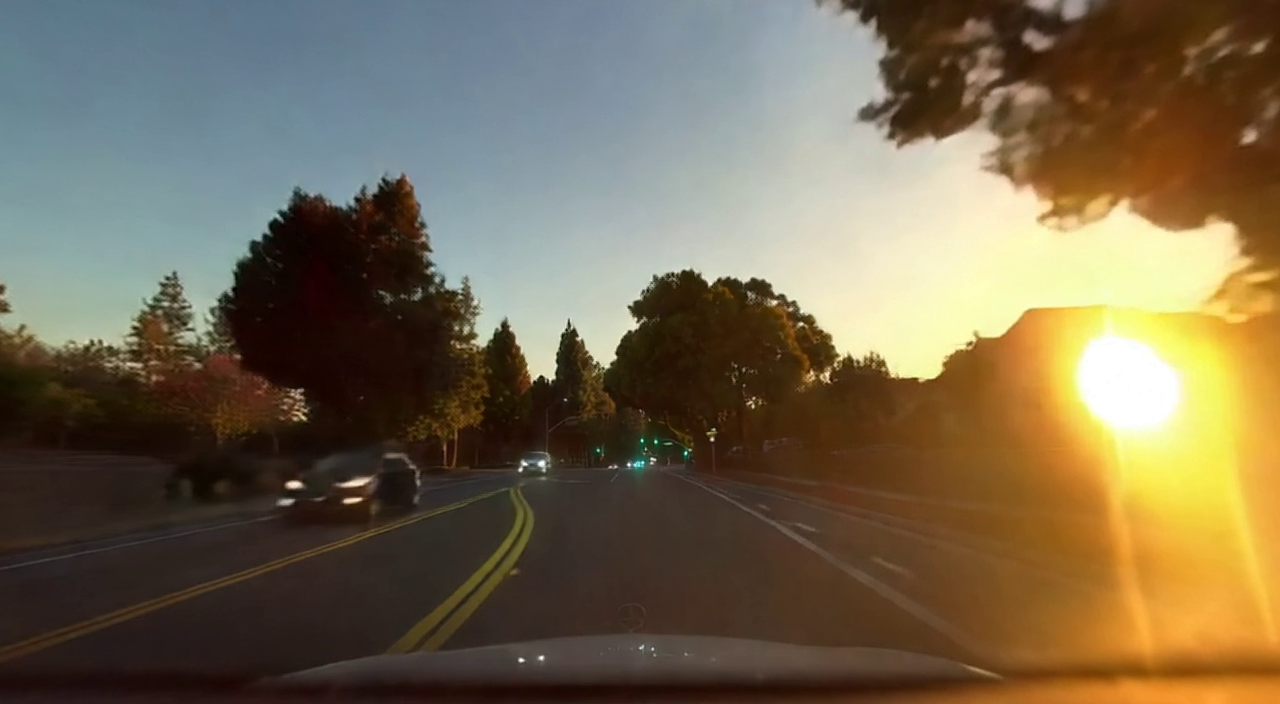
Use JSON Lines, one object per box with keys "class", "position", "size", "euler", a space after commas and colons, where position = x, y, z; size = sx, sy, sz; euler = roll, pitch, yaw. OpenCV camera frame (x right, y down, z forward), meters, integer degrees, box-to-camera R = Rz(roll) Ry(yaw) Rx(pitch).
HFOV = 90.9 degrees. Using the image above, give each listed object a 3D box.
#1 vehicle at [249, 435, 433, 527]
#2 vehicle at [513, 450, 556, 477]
{"class": "vehicle", "position": [-6.203, 2.691, 13.731], "size": [1.972, 1.684, 4.144], "euler": [0, -9, -1]}
{"class": "vehicle", "position": [-6.730, 7.151, 40.774], "size": [2.095, 1.603, 3.980], "euler": [0, -9, 0]}
